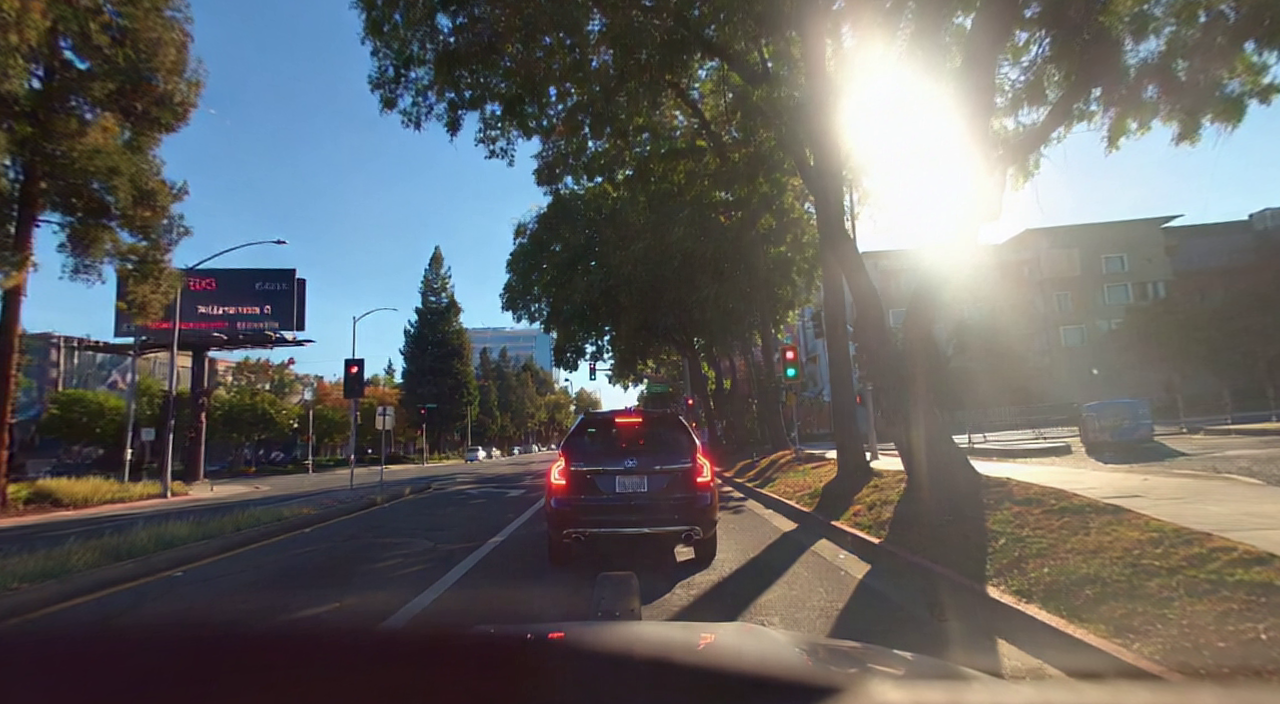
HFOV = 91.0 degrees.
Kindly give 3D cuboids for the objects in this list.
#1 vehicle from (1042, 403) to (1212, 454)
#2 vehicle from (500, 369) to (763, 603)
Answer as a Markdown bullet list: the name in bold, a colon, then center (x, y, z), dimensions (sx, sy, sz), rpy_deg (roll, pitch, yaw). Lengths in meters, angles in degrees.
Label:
- **vehicle**: center (15.263, 2.449, 19.950), dimensions (3.750, 1.502, 1.781), rpy_deg (-2, -8, 13)
- **vehicle**: center (-0.066, 1.364, 7.142), dimensions (2.142, 1.904, 3.816), rpy_deg (-1, -8, 0)
